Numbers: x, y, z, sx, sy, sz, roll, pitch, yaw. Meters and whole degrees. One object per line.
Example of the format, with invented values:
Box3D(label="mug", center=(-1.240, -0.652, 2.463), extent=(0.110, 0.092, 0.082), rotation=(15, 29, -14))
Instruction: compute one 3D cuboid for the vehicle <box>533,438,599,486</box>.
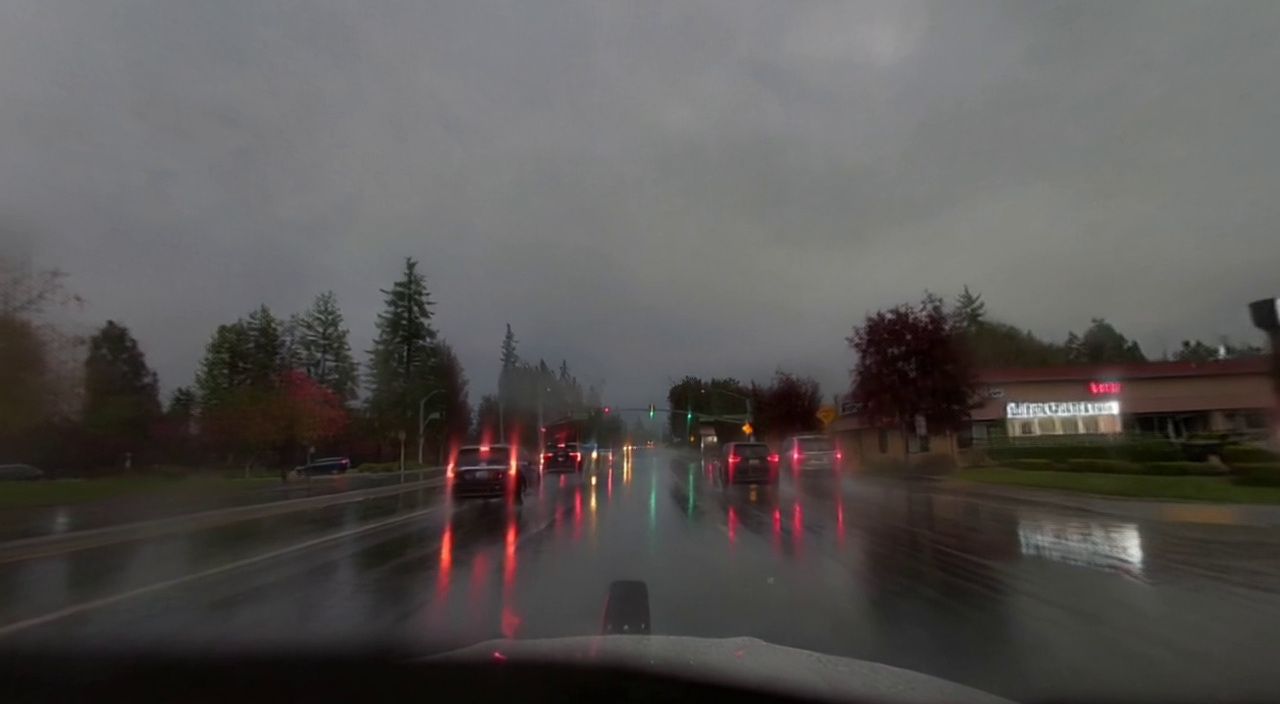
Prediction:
Box3D(label="vehicle", center=(-3.017, 4.616, 26.807), extent=(2.187, 1.825, 4.621), rotation=(0, -9, 1))

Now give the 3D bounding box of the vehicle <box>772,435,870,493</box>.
Box3D(label="vehicle", center=(5.940, 3.720, 21.334), extent=(1.979, 1.738, 4.418), rotation=(0, -9, 0))

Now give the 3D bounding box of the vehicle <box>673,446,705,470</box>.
Box3D(label="vehicle", center=(3.469, 7.623, 45.394), extent=(2.030, 1.628, 4.080), rotation=(0, -9, 0))

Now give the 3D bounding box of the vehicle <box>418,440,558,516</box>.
Box3D(label="vehicle", center=(-3.371, 2.901, 15.070), extent=(2.087, 1.494, 4.626), rotation=(0, -9, 2))

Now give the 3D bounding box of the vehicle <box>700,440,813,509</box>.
Box3D(label="vehicle", center=(2.771, 3.029, 16.068), extent=(2.004, 1.512, 4.206), rotation=(0, -9, -1))
